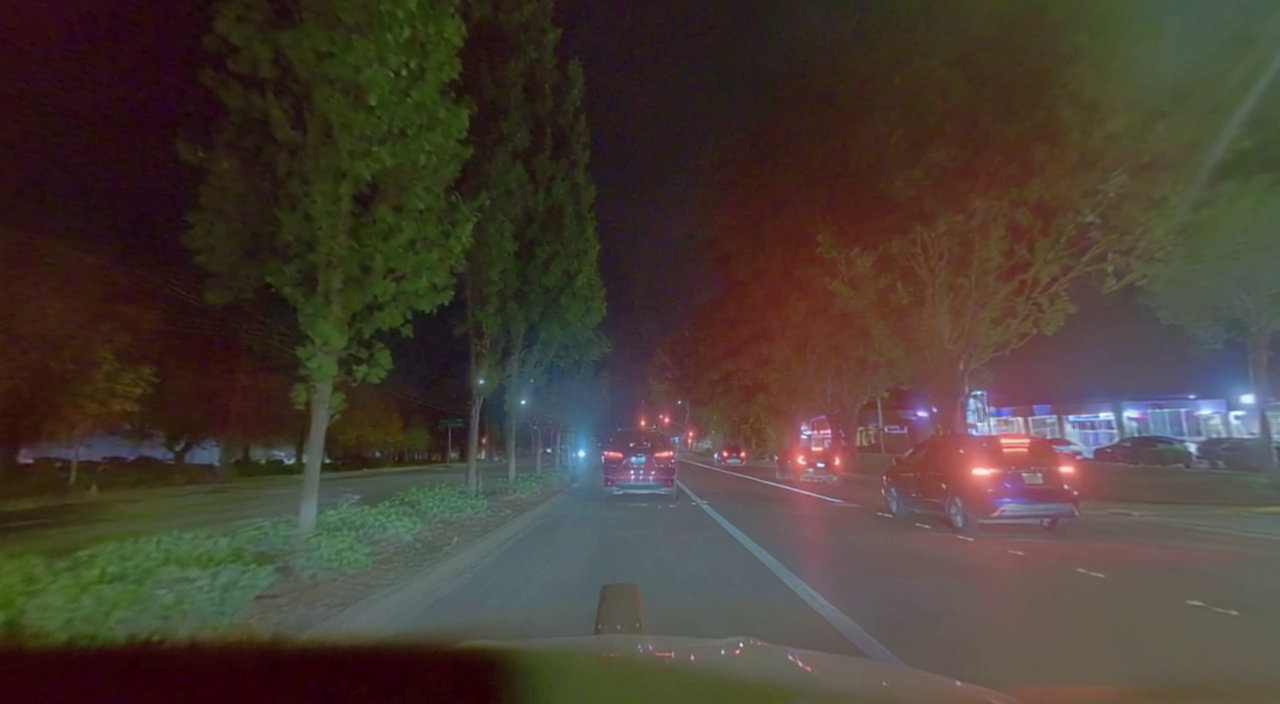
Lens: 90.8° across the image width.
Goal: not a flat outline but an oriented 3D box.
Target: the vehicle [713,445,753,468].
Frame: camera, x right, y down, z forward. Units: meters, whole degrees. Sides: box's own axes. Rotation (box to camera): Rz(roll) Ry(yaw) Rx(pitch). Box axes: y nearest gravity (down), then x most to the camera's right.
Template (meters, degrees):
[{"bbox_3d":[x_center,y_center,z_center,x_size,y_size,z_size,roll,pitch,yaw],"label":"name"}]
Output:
[{"bbox_3d":[6.490,7.361,44.540,1.914,1.523,4.287,0,-9,-3],"label":"vehicle"}]

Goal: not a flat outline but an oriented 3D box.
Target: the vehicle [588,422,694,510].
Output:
[{"bbox_3d":[0.009,2.797,15.908,2.320,1.880,4.192,0,-9,0],"label":"vehicle"}]

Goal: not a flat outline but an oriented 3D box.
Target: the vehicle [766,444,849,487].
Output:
[{"bbox_3d":[6.538,4.478,25.252,2.035,1.553,4.465,0,-9,-1],"label":"vehicle"}]

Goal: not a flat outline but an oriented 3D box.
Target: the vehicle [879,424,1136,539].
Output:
[{"bbox_3d":[6.373,2.279,11.754,2.056,1.703,4.428,0,-9,0],"label":"vehicle"}]

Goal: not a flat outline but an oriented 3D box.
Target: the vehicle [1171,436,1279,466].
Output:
[{"bbox_3d":[33.267,5.590,35.840,1.959,1.580,4.873,0,-9,0],"label":"vehicle"}]

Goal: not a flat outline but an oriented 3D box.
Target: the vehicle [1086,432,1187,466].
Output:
[{"bbox_3d":[27.841,5.467,35.601,1.967,1.803,4.305,0,-9,-4],"label":"vehicle"}]
